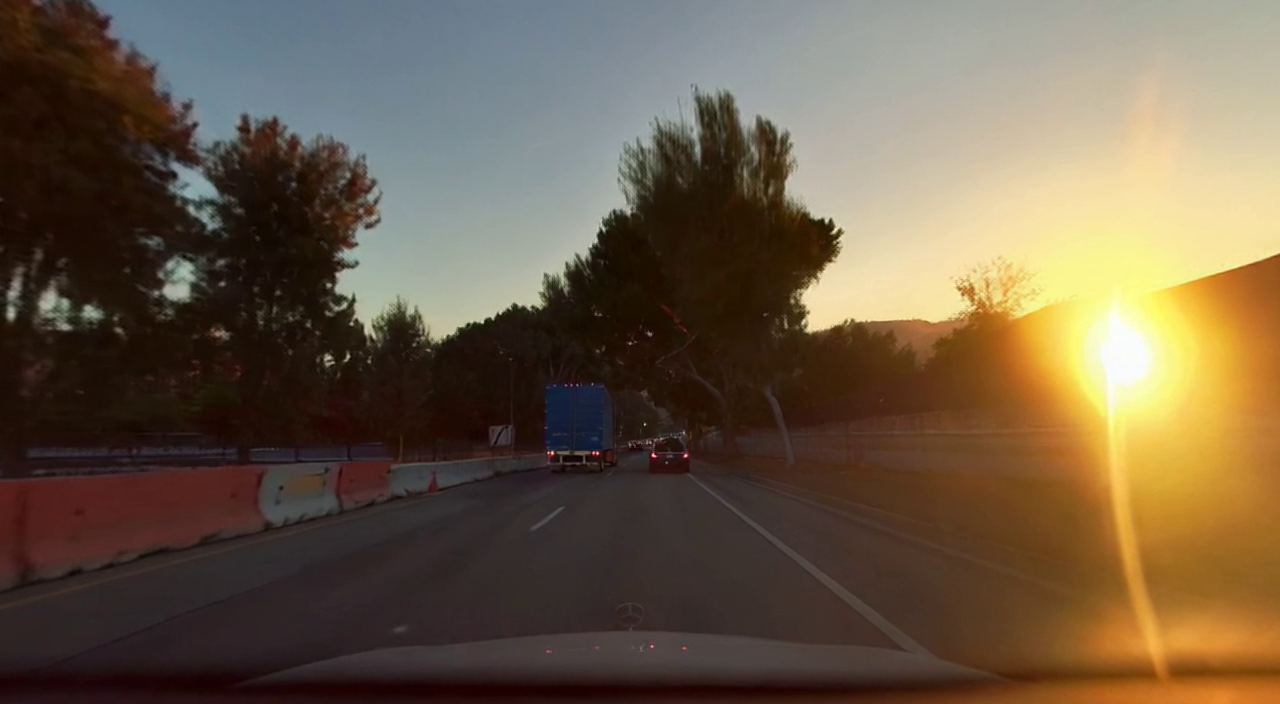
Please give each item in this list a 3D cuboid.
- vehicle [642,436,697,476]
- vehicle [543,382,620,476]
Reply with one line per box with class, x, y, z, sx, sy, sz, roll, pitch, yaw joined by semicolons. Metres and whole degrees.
vehicle;1.259;4.775;29.172;2.304;1.675;4.462;0;-8;0
vehicle;-2.845;4.521;35.695;2.906;4.115;15.715;0;-8;0
